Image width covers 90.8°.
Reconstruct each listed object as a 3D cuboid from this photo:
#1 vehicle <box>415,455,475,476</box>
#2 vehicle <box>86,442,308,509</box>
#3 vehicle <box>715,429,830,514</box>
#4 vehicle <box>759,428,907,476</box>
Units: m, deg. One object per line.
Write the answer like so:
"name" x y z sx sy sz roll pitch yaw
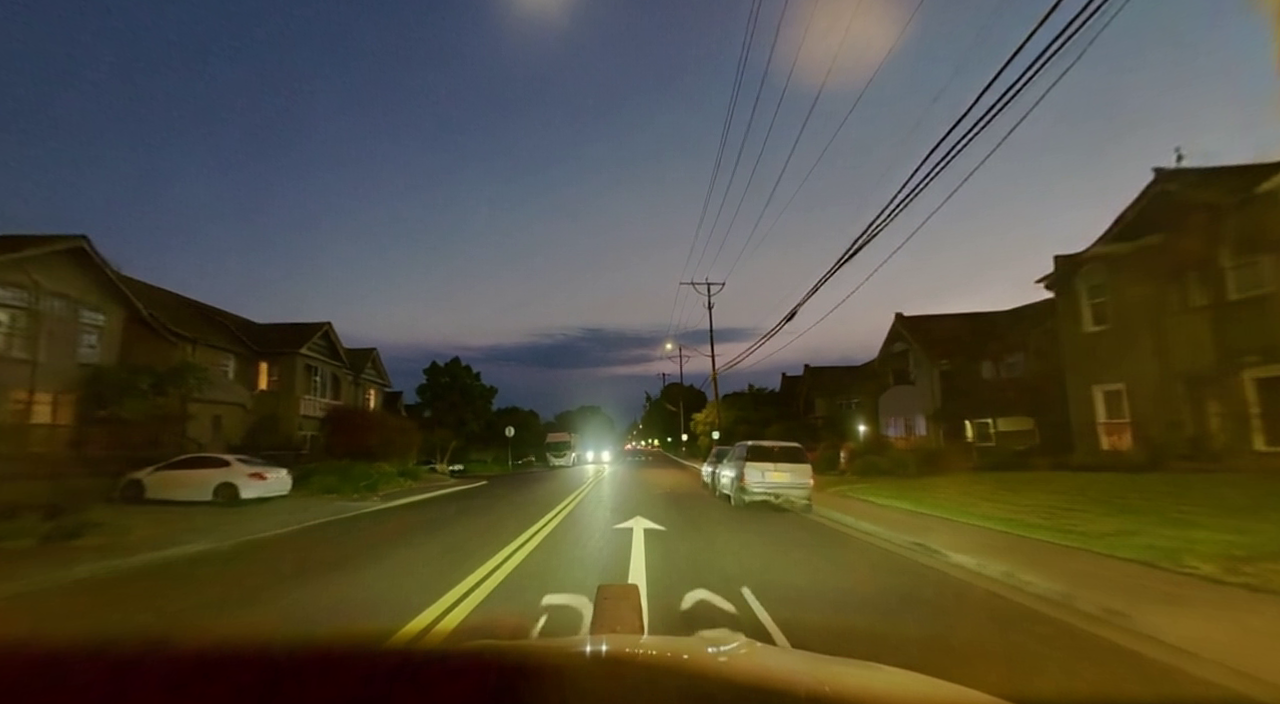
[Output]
"vehicle" -15.293 8.929 49.772 4.204 1.626 1.874 1 -9 -5
"vehicle" -11.819 3.292 17.116 4.480 1.665 1.930 0 -9 -1
"vehicle" 3.065 2.857 15.510 1.945 1.792 3.903 0 -9 0
"vehicle" 7.729 4.065 25.743 5.288 1.871 2.148 0 -8 1
